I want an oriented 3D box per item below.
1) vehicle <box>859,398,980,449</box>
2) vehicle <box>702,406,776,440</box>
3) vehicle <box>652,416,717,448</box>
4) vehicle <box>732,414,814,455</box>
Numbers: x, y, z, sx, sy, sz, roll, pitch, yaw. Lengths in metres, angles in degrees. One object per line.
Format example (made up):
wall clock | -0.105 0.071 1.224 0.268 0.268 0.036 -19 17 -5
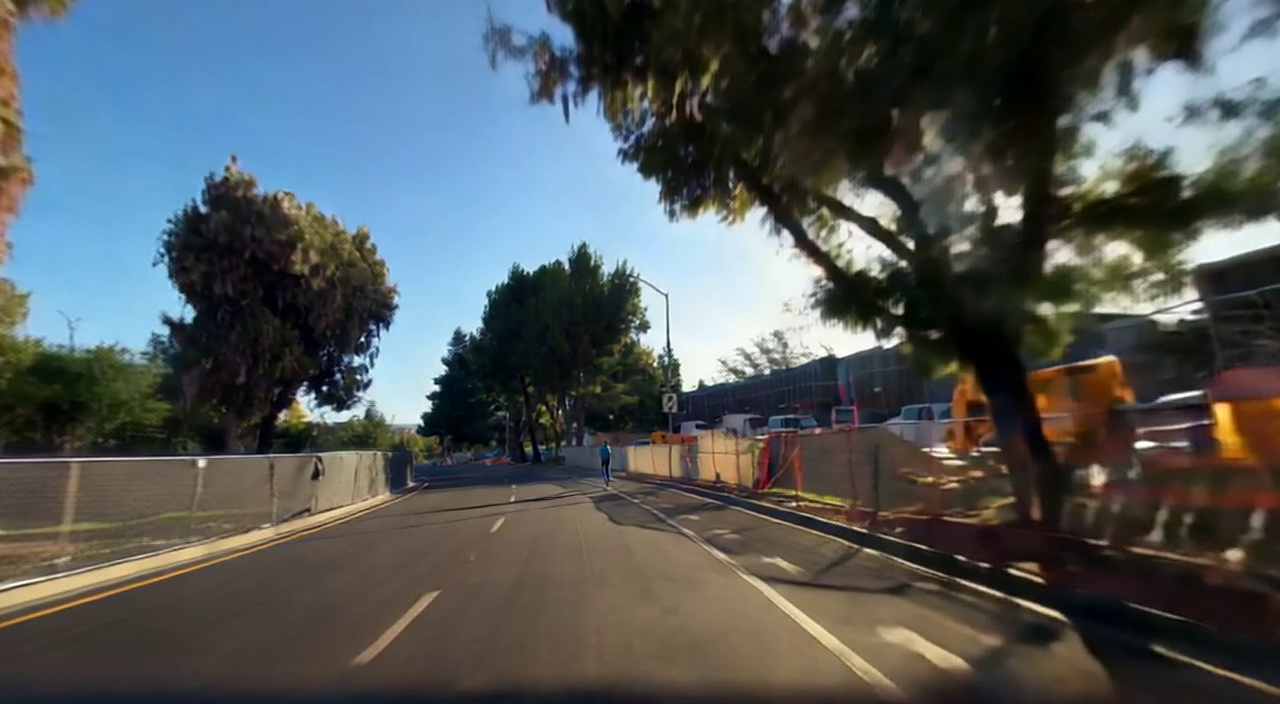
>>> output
vehicle | 8.635 2.302 19.853 1.635 1.445 3.563 1 -9 -11
vehicle | 5.958 4.314 38.223 3.916 1.765 1.785 -2 -8 -17
vehicle | 3.226 5.743 45.278 4.180 1.880 2.028 11 -11 -32
vehicle | 6.406 4.022 30.598 3.451 1.504 1.652 7 -12 -8
